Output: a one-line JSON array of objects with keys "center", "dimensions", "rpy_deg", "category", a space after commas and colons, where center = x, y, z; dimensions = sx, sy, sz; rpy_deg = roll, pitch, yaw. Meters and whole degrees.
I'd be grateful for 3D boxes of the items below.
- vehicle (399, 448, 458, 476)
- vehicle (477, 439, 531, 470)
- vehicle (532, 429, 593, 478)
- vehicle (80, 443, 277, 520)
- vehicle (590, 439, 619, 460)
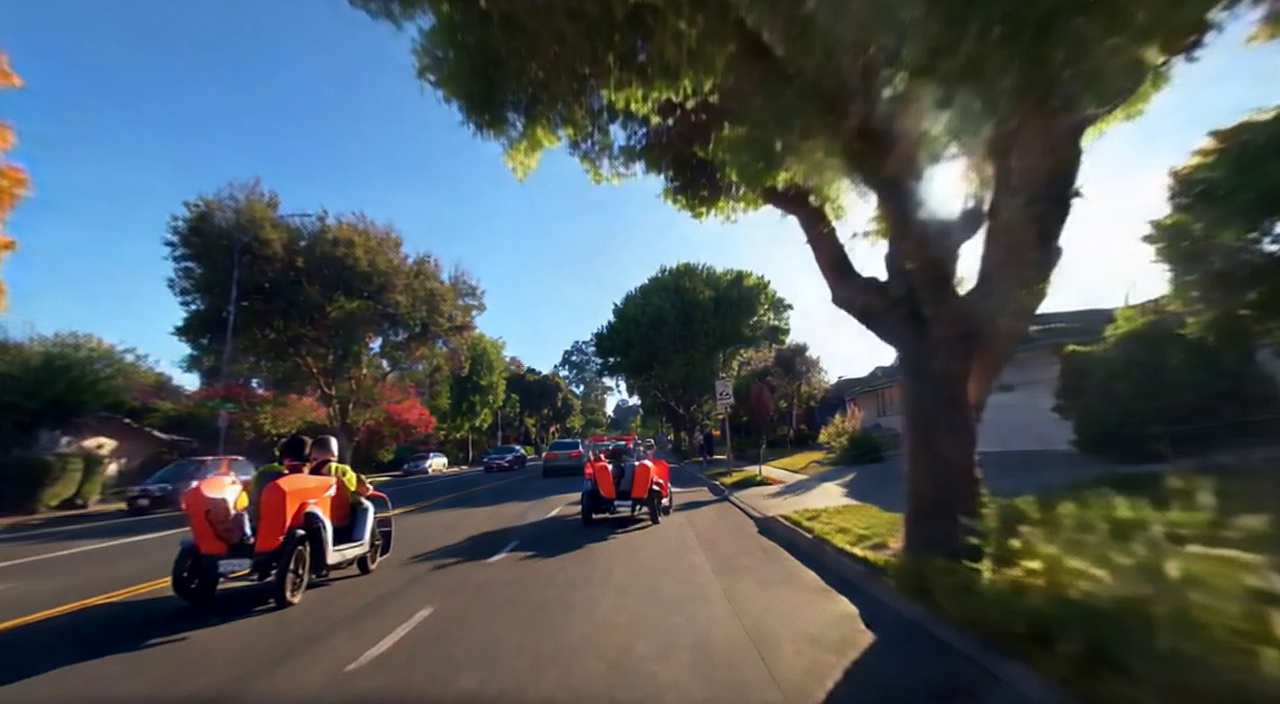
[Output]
[{"center": [-12.197, 6.349, 36.498], "dimensions": [1.887, 1.469, 4.691], "rpy_deg": [0, -9, -1], "category": "vehicle"}, {"center": [-8.442, 6.382, 39.444], "dimensions": [2.060, 1.785, 5.303], "rpy_deg": [0, -8, 1], "category": "vehicle"}, {"center": [-3.078, 4.134, 25.703], "dimensions": [1.908, 1.809, 4.230], "rpy_deg": [0, -8, 1], "category": "vehicle"}, {"center": [-12.368, 3.434, 17.318], "dimensions": [1.928, 1.800, 4.632], "rpy_deg": [0, -8, -1], "category": "vehicle"}, {"center": [-2.726, 7.570, 48.815], "dimensions": [2.007, 1.615, 3.758], "rpy_deg": [0, -8, 1], "category": "vehicle"}]
